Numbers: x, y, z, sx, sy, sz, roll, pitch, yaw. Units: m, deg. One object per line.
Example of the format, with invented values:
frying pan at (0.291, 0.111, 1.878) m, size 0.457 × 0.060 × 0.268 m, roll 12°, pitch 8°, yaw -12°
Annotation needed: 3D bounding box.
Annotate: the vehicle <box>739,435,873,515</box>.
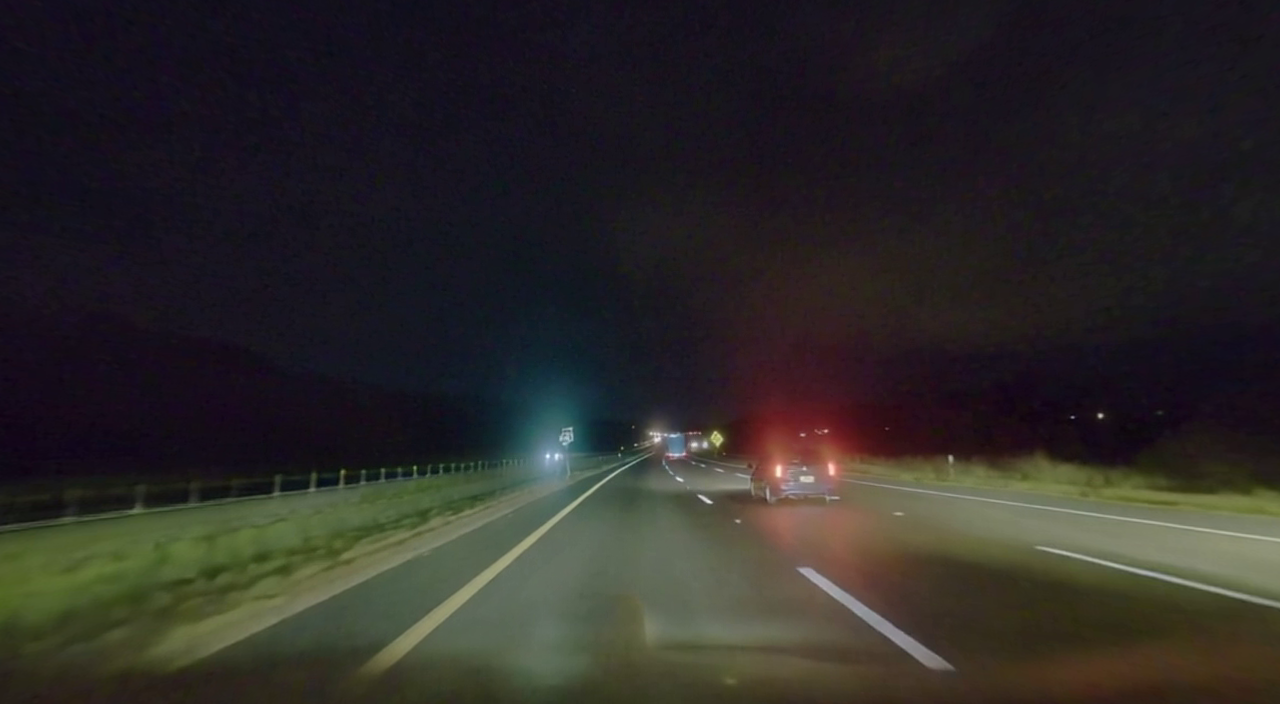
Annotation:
vehicle at (3.644, 2.763, 14.540) m, size 2.024 × 1.579 × 3.707 m, roll 0°, pitch -9°, yaw -1°
